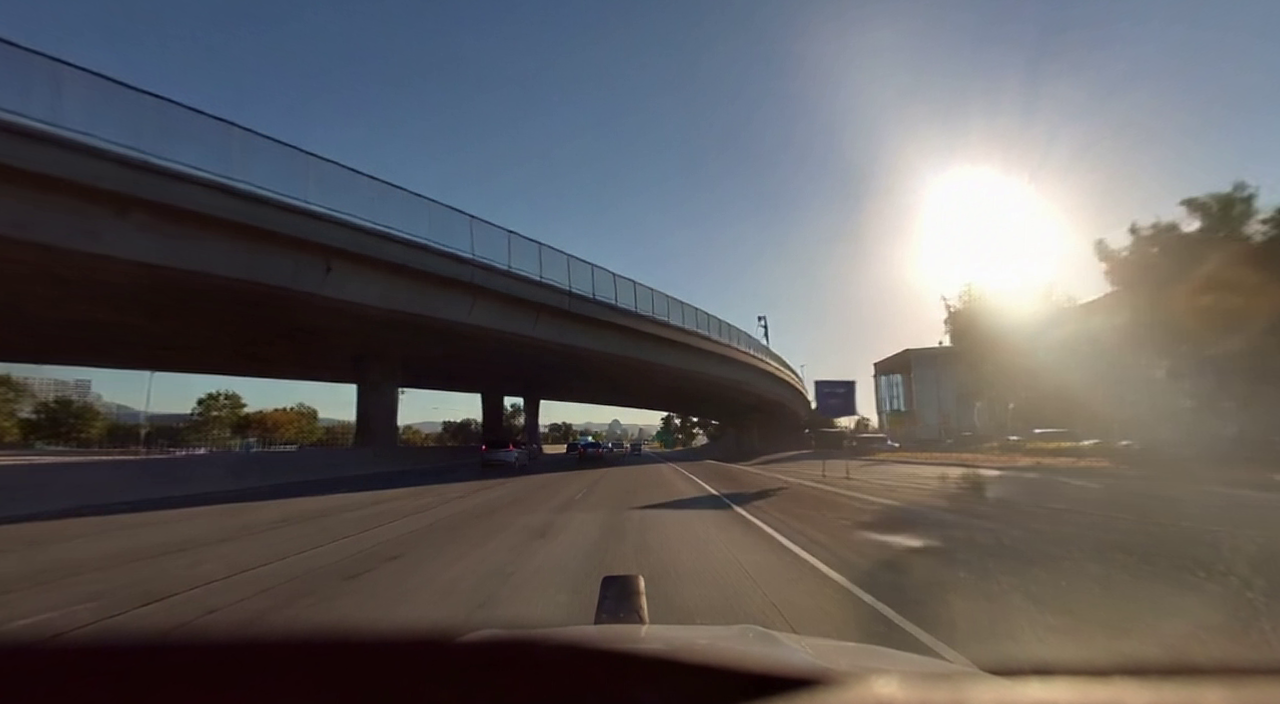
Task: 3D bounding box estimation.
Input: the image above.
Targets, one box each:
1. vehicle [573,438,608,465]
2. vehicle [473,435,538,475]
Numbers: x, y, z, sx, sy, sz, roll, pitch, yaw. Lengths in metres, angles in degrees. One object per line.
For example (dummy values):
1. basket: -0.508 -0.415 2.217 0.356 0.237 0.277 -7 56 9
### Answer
1. vehicle: -3.280 6.696 42.649 2.027 1.697 4.307 0 -8 0
2. vehicle: -6.386 4.920 30.487 2.015 1.762 4.790 0 -8 1
